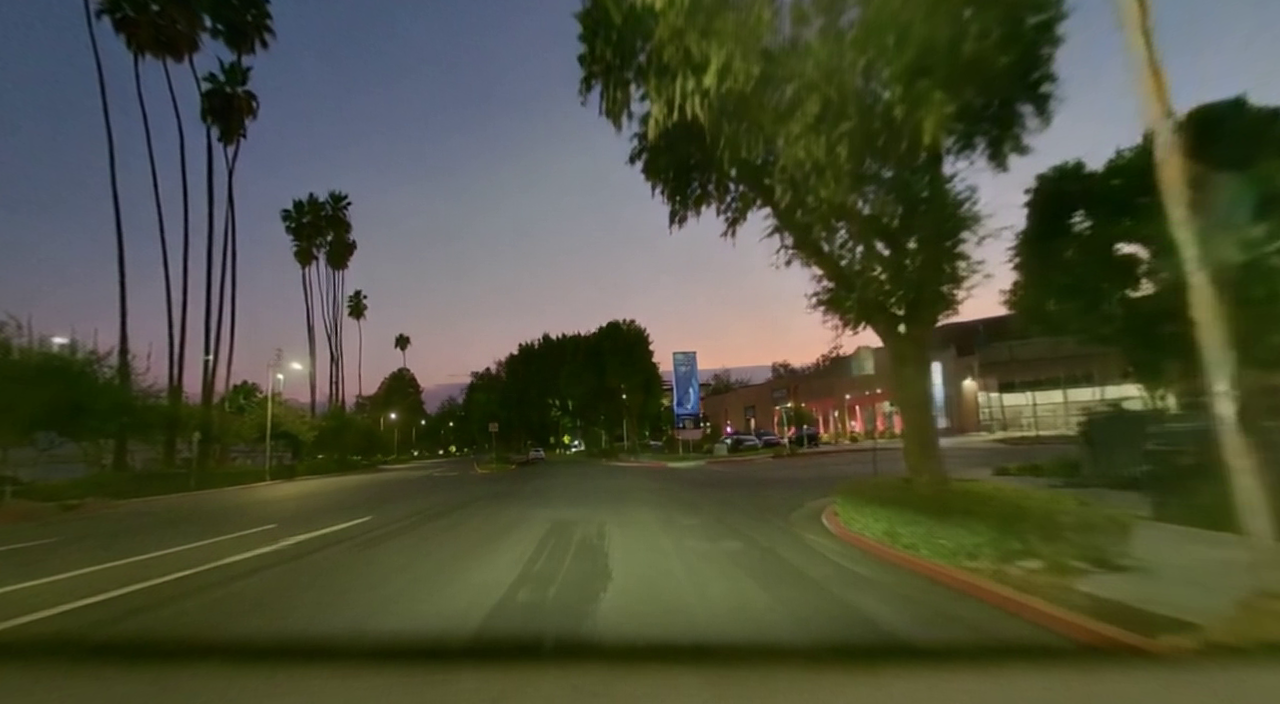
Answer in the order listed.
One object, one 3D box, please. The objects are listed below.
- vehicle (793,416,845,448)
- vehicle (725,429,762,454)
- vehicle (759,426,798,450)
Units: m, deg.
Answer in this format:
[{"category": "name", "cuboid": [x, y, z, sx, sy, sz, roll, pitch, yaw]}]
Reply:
[{"category": "vehicle", "cuboid": [13.247, 5.986, 46.906, 2.237, 1.962, 5.424, -8, -8, 1]}, {"category": "vehicle", "cuboid": [7.672, 6.679, 46.812, 2.196, 1.715, 4.918, -1, -9, 3]}, {"category": "vehicle", "cuboid": [10.268, 6.453, 46.886, 2.065, 1.687, 4.584, -1, -9, 4]}]
